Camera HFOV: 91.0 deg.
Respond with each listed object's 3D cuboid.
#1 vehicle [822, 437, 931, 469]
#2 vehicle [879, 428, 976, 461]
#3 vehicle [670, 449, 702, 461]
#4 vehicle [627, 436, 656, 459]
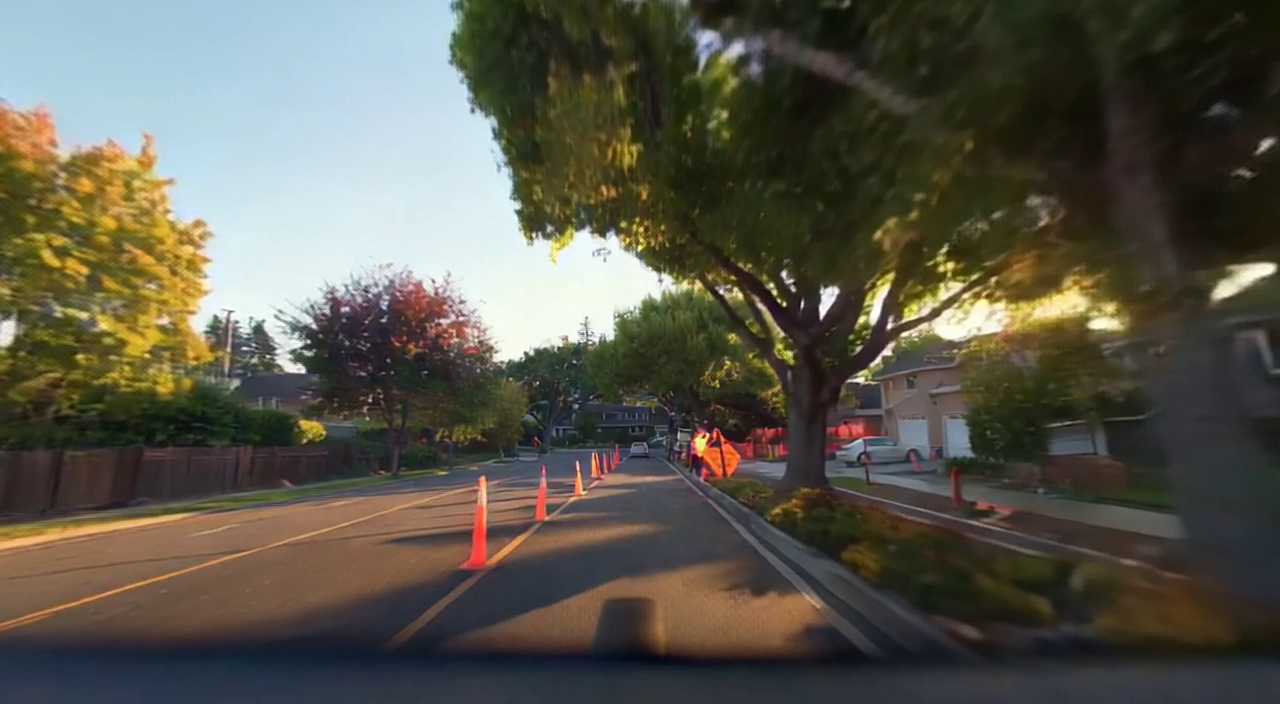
[{"bbox_3d":[11.232,4.824,30.117,4.463,1.466,1.813,-1,-9,4],"label":"vehicle"},{"bbox_3d":[15.622,5.046,34.313,4.302,1.736,1.932,0,-8,-2],"label":"vehicle"},{"bbox_3d":[3.415,7.744,47.494,2.123,0.883,3.024,0,-9,-1],"label":"vehicle"},{"bbox_3d":[0.102,7.490,49.305,2.151,1.708,4.084,0,-9,0],"label":"vehicle"}]
